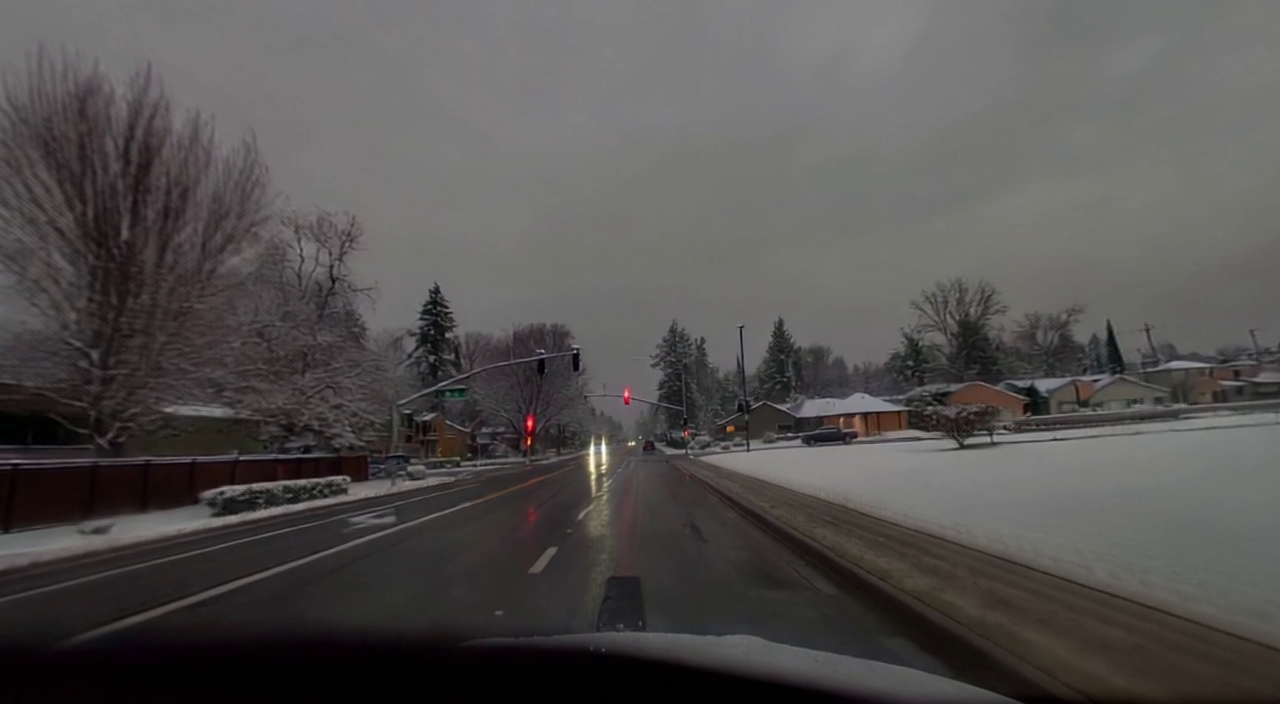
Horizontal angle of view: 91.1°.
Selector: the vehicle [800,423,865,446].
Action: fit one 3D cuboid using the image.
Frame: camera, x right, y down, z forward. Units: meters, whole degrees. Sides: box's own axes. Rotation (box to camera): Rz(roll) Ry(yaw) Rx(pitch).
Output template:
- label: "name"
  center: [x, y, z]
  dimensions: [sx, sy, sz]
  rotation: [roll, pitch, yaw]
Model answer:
- label: "vehicle"
  center: [14.657, 6.333, 48.036]
  dimensions: [4.319, 1.700, 2.034]
  rotation: [0, -8, 1]
